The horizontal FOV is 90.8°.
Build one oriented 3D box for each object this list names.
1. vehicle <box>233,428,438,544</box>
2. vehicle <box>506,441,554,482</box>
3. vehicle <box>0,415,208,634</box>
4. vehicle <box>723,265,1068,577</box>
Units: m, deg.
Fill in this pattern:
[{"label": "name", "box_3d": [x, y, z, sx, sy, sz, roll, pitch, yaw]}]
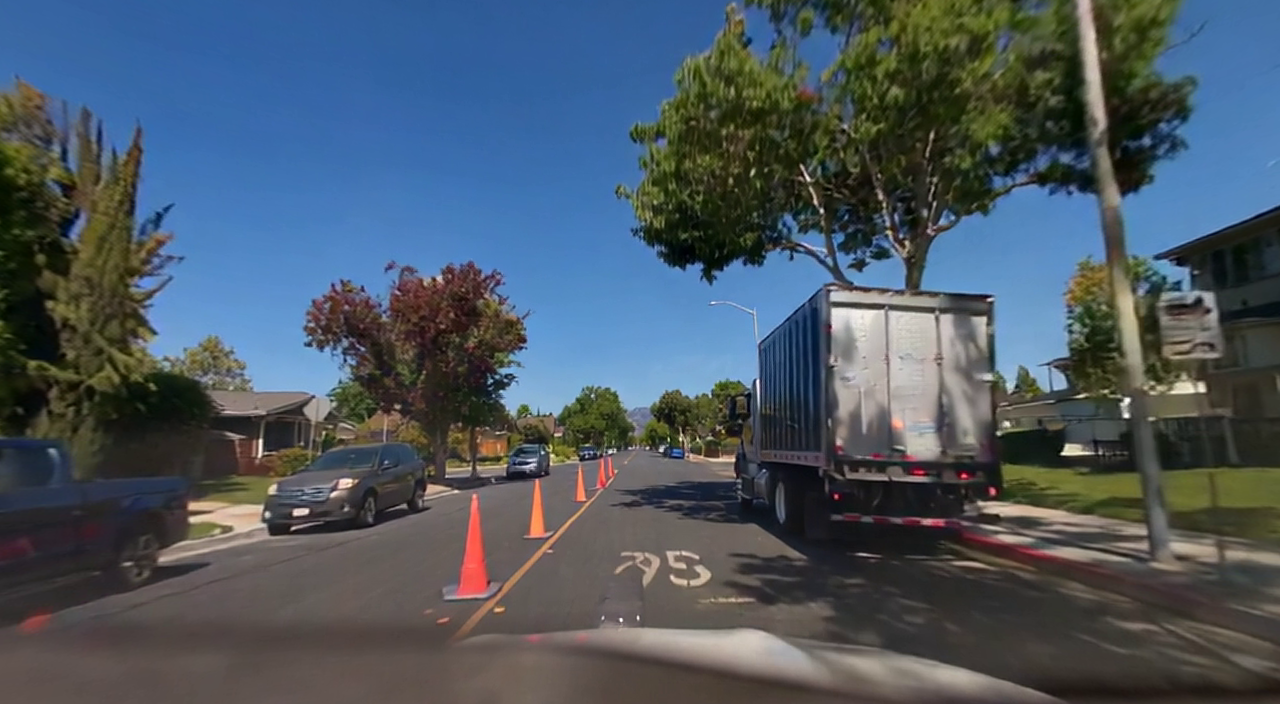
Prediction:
[{"label": "vehicle", "box_3d": [-6.202, 2.724, 13.625, 2.210, 1.849, 4.638, -5, -8, -1]}, {"label": "vehicle", "box_3d": [-5.739, 5.712, 33.429, 2.087, 1.835, 4.445, -2, -7, -5]}, {"label": "vehicle", "box_3d": [-6.475, 1.521, 5.297, 2.312, 1.790, 5.067, -4, -8, -2]}, {"label": "vehicle", "box_3d": [3.200, 1.179, 10.250, 2.750, 3.440, 6.535, 0, -8, 0]}]
